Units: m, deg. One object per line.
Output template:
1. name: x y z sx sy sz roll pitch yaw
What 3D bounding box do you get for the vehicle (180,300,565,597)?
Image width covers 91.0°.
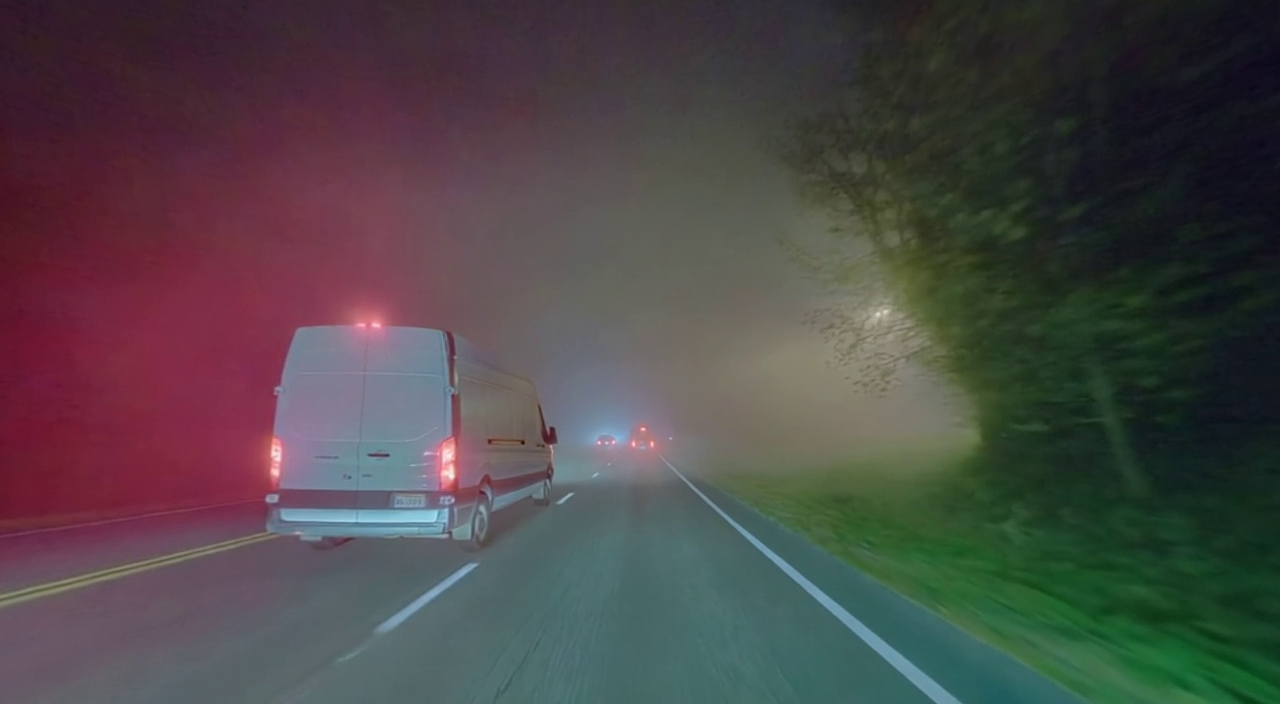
1. vehicle: -2.712 1.256 8.643 2.497 2.628 6.016 0 -8 1
